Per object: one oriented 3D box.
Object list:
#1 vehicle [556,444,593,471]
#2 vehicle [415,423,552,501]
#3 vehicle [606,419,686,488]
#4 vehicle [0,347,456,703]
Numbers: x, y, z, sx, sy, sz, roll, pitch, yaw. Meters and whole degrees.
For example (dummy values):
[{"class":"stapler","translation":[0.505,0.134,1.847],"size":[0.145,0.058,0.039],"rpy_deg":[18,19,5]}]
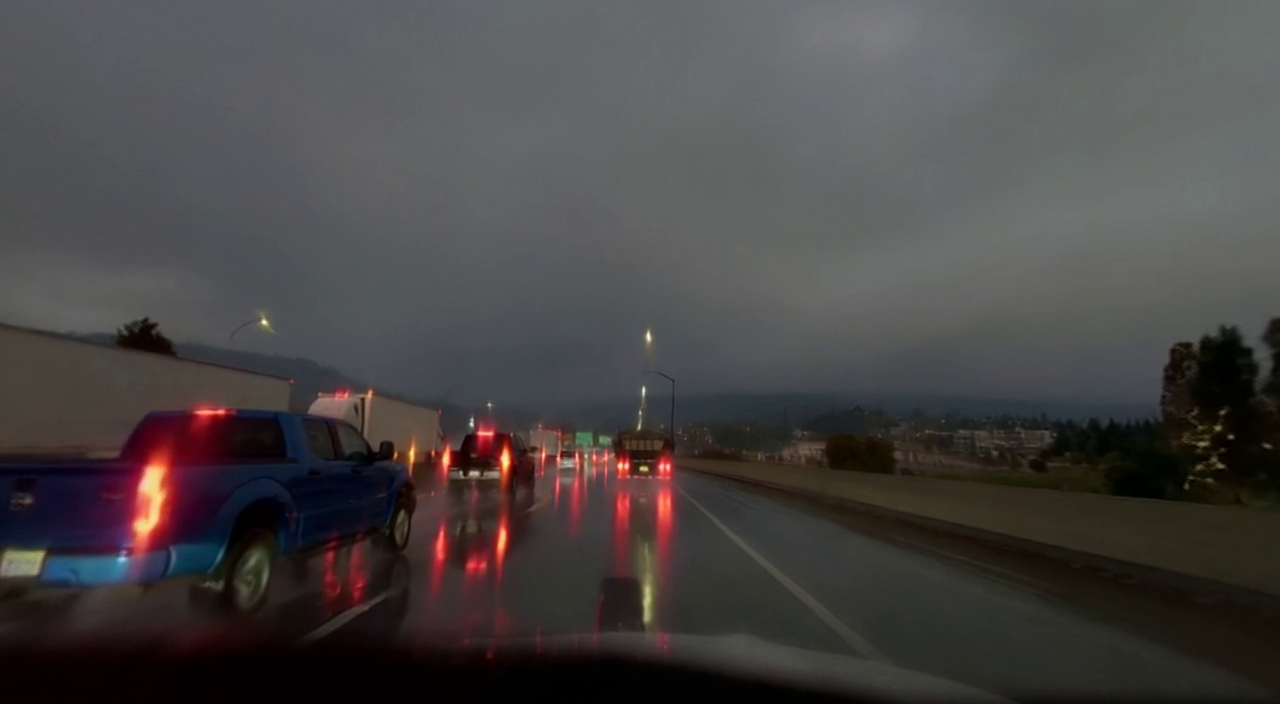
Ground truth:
[{"class":"vehicle","translation":[-4.895,7.989,48.072],"size":[2.329,1.859,4.823],"rpy_deg":[0,-9,0]},{"class":"vehicle","translation":[-4.379,3.221,18.987],"size":[2.575,1.958,5.730],"rpy_deg":[0,-9,1]},{"class":"vehicle","translation":[0.081,4.246,26.741],"size":[2.886,2.471,7.692],"rpy_deg":[0,-8,-2]},{"class":"vehicle","translation":[-3.587,1.261,5.658],"size":[2.303,1.835,5.044],"rpy_deg":[0,-8,0]}]
